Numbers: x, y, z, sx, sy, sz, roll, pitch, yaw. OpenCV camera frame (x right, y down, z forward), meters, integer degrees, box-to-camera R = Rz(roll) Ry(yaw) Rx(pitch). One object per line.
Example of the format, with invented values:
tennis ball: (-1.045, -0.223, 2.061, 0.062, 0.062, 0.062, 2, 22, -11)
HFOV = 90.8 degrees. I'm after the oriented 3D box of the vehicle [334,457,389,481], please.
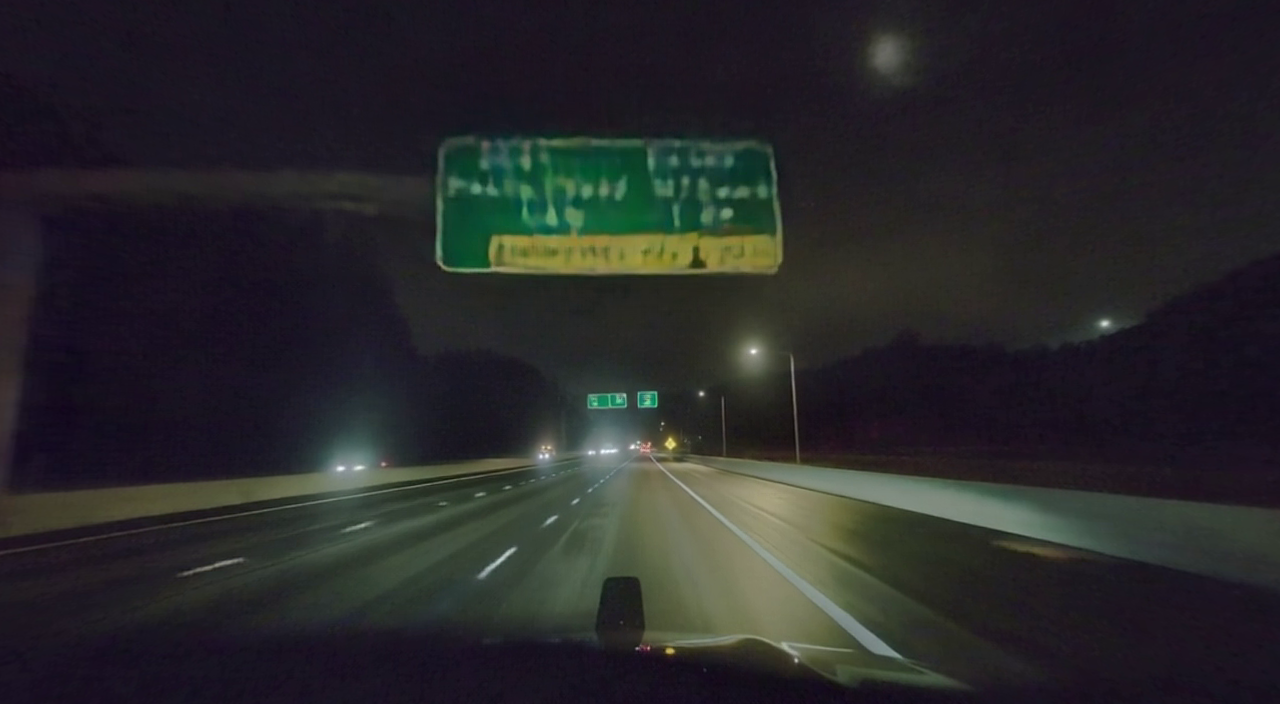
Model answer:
vehicle: (-18.737, 7.877, 42.600, 1.854, 1.464, 3.924, 0, -9, 0)
